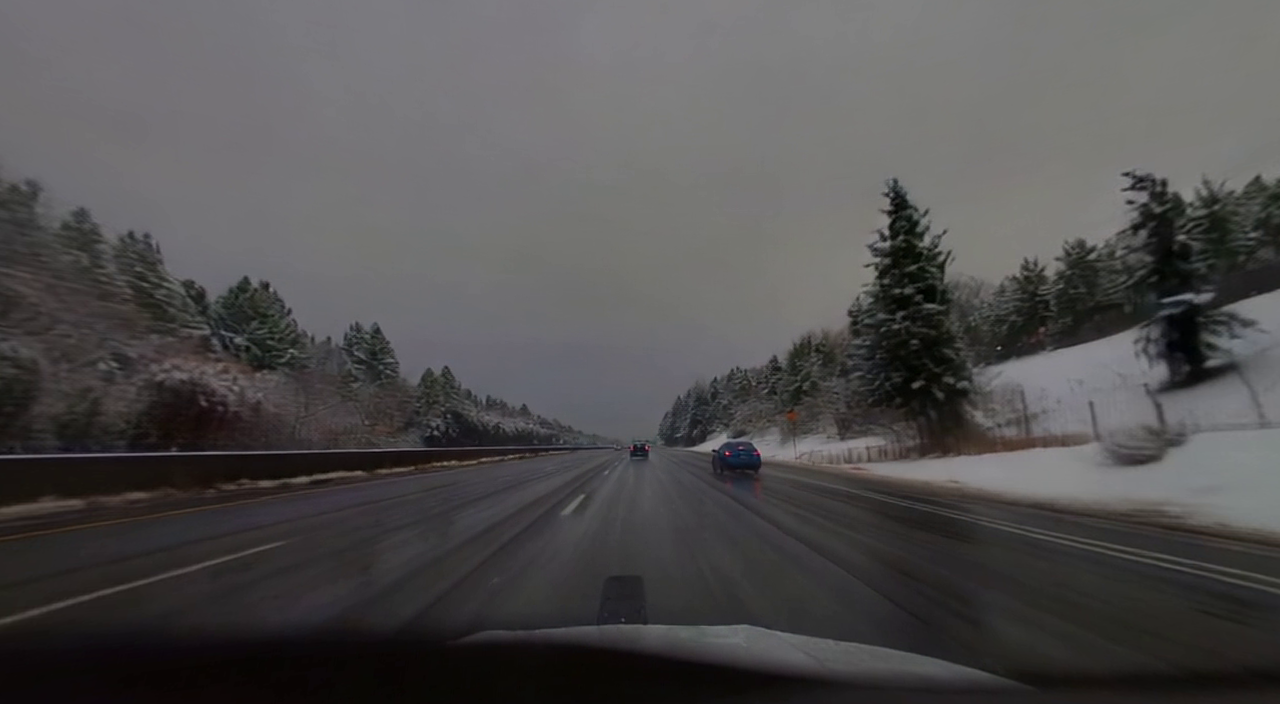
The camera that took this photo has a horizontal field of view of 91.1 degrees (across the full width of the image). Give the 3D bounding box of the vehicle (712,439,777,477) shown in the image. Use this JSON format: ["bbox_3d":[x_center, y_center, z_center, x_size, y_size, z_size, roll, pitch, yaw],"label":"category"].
[{"bbox_3d":[4.477,4.606,27.585,2.008,1.524,4.598,0,-8,-1],"label":"vehicle"}]

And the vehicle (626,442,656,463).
[{"bbox_3d":[0.066,7.335,45.777,2.052,1.449,3.857,0,-8,0],"label":"vehicle"}]
